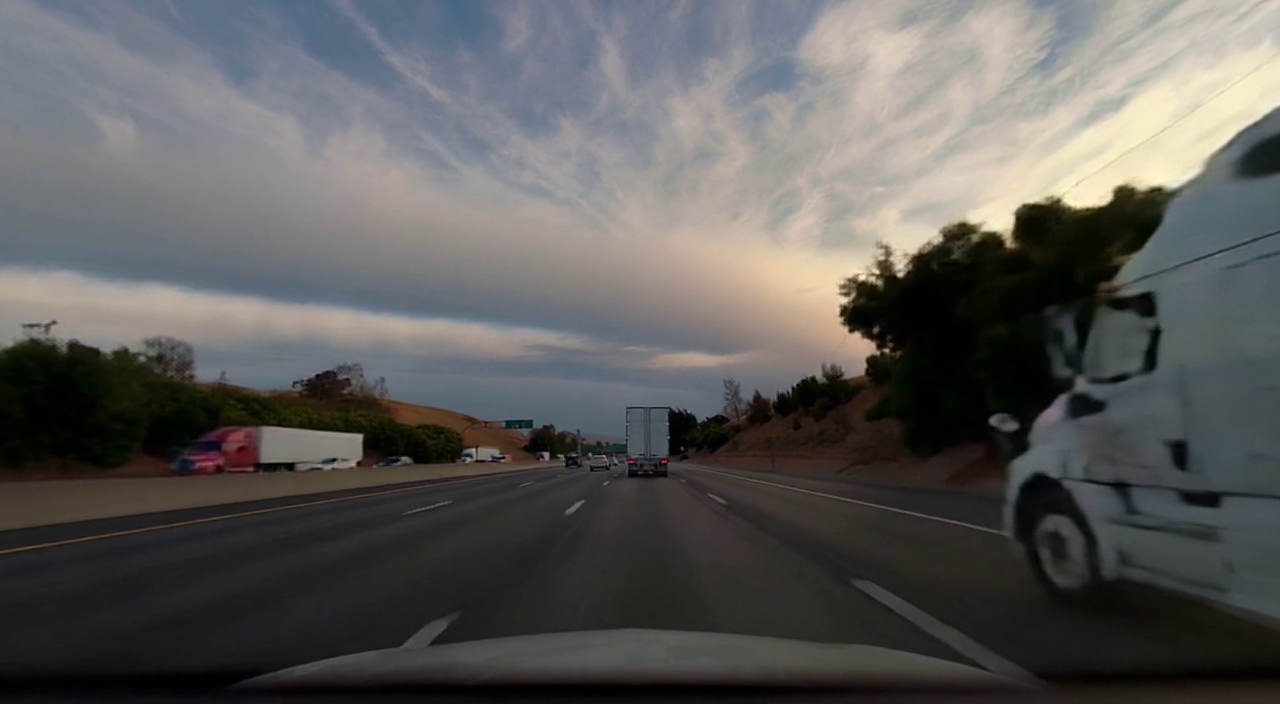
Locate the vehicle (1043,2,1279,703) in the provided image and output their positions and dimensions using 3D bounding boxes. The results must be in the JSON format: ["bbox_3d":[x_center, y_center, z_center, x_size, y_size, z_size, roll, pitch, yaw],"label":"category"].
[{"bbox_3d":[4.633,-0.285,0.646,2.874,3.635,8.115,0,-9,-1],"label":"vehicle"}]

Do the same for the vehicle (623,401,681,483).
[{"bbox_3d":[0.476,5.470,37.670,2.875,4.056,12.312,0,-9,-1],"label":"vehicle"}]

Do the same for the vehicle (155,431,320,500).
[{"bbox_3d":[-18.310,5.216,29.429,2.845,2.784,7.224,0,-9,1],"label":"vehicle"}]

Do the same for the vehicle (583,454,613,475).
[{"bbox_3d":[-3.271,8.835,49.582,2.061,1.555,3.900,0,-9,0],"label":"vehicle"}]

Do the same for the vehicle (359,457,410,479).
[{"bbox_3d":[-18.500,8.416,45.837,1.810,1.486,4.269,0,-9,1],"label":"vehicle"}]
